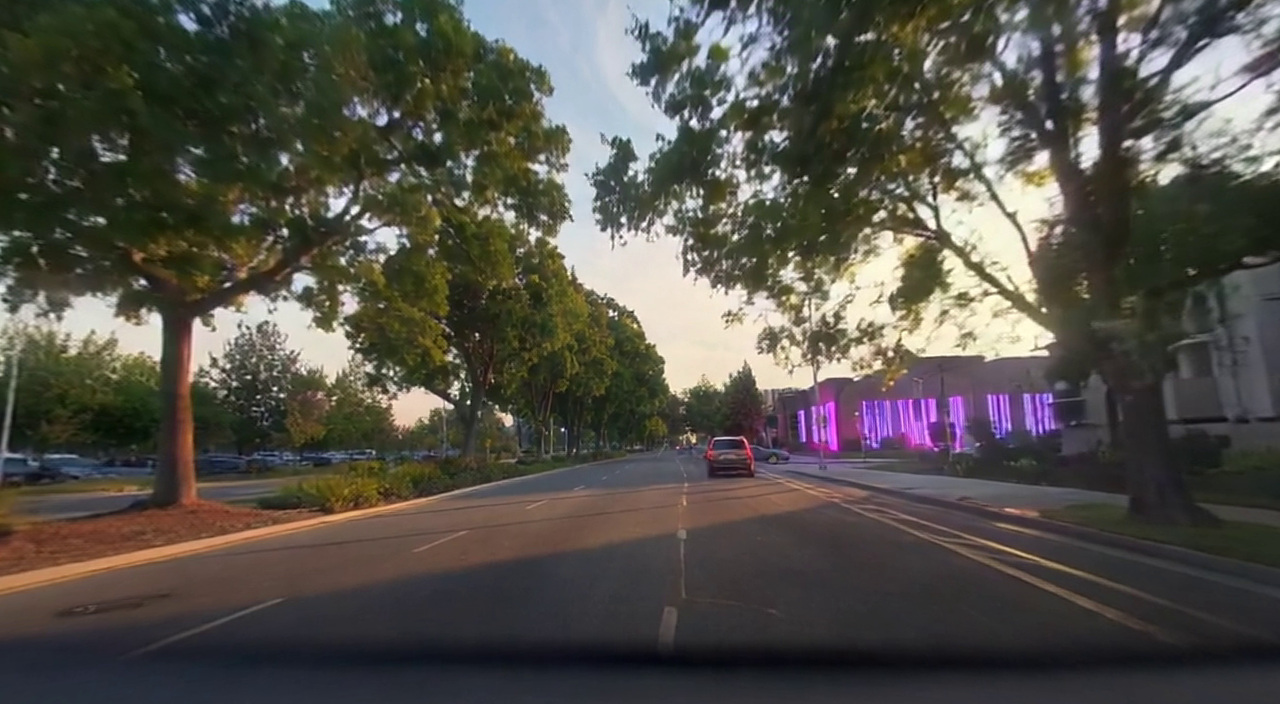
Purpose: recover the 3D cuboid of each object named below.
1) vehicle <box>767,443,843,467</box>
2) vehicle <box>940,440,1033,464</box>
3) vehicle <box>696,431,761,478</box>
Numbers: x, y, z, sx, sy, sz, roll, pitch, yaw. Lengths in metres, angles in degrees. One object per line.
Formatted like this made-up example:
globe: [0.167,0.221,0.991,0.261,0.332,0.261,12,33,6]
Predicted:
vehicle: [10.889,6.805,41.849,4.733,1.499,2.000,-3,-9,14]
vehicle: [21.870,6.353,40.045,4.698,1.465,1.914,-1,-9,7]
vehicle: [4.318,4.829,29.946,2.477,1.991,5.157,-2,-9,14]
